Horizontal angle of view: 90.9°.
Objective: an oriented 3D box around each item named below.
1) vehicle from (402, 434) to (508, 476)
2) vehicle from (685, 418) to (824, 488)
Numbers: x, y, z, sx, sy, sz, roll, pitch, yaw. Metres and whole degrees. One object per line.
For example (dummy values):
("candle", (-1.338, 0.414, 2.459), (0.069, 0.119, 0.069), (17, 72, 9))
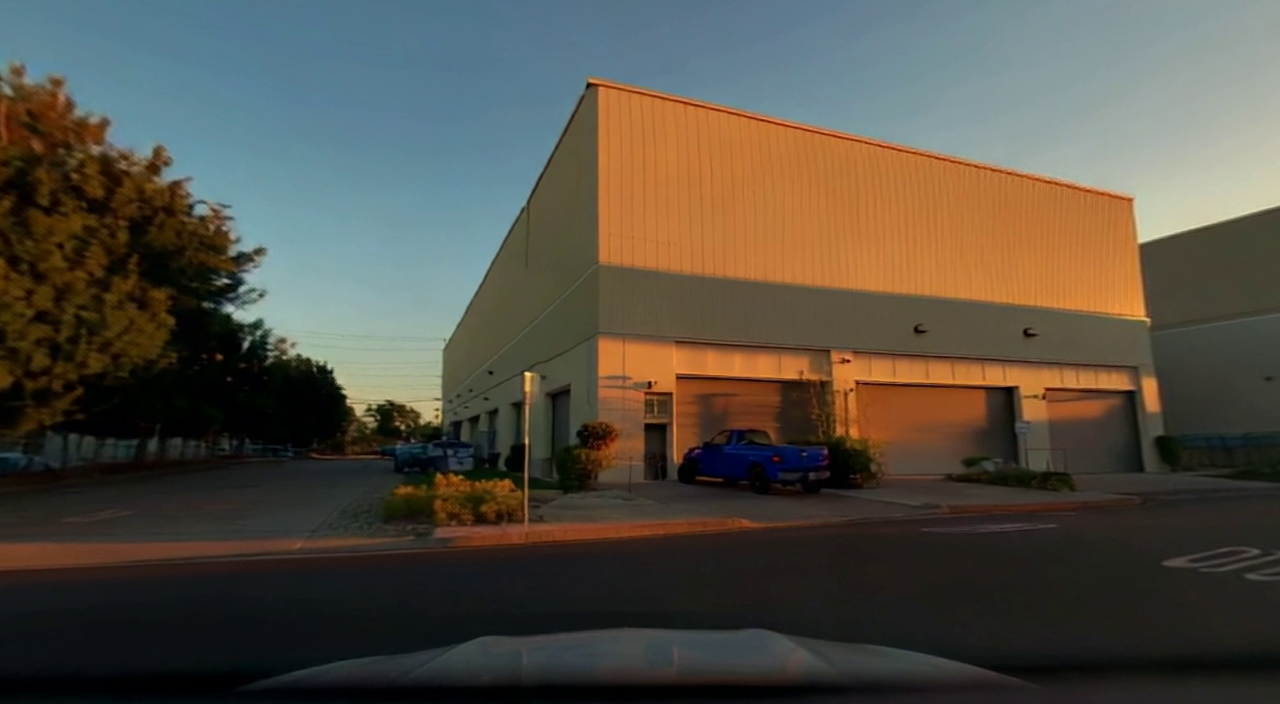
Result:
("vehicle", (-10.021, 5.548, 34.220), (5.207, 2.103, 1.997), (4, -9, -26))
("vehicle", (5.412, 4.829, 29.737), (6.271, 3.004, 2.298), (5, -11, -25))
